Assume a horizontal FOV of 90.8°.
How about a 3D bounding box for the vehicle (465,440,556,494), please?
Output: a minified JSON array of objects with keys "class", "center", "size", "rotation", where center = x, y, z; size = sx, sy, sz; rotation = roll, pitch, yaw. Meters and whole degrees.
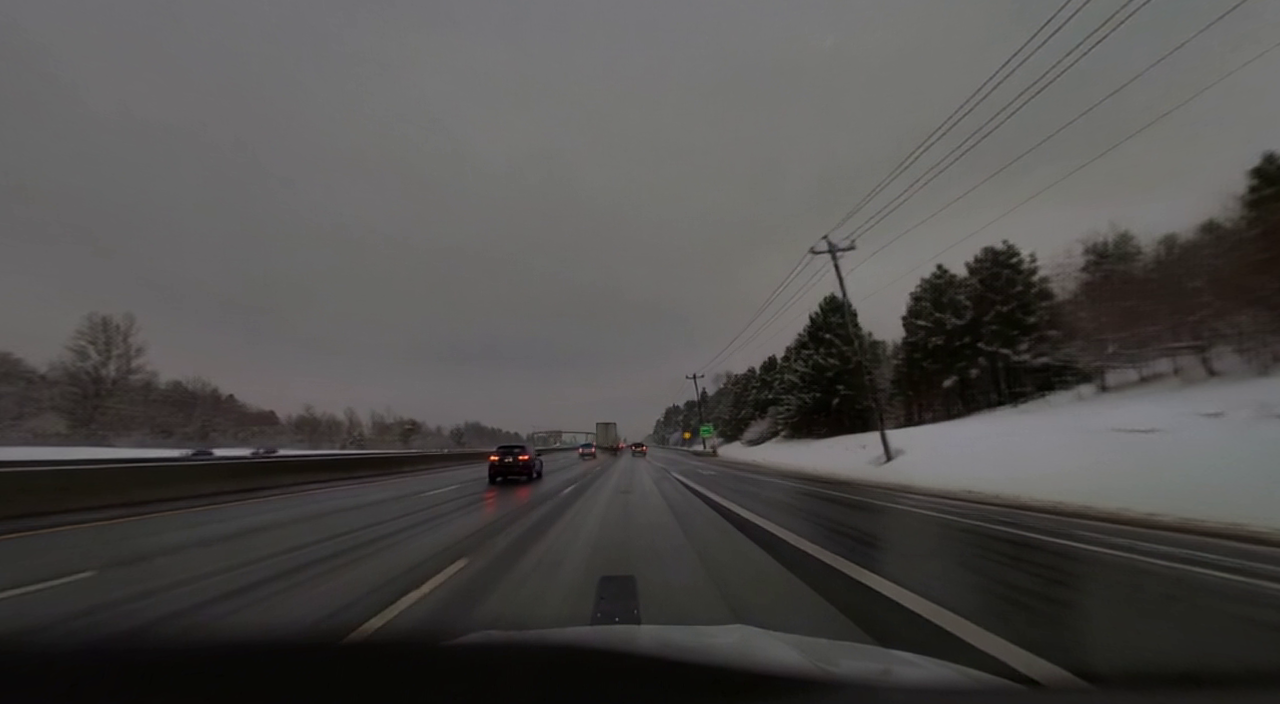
[{"class":"vehicle","center":[-3.982,3.617,20.297],"size":[1.963,1.533,4.477],"rotation":[0,-8,0]}]
